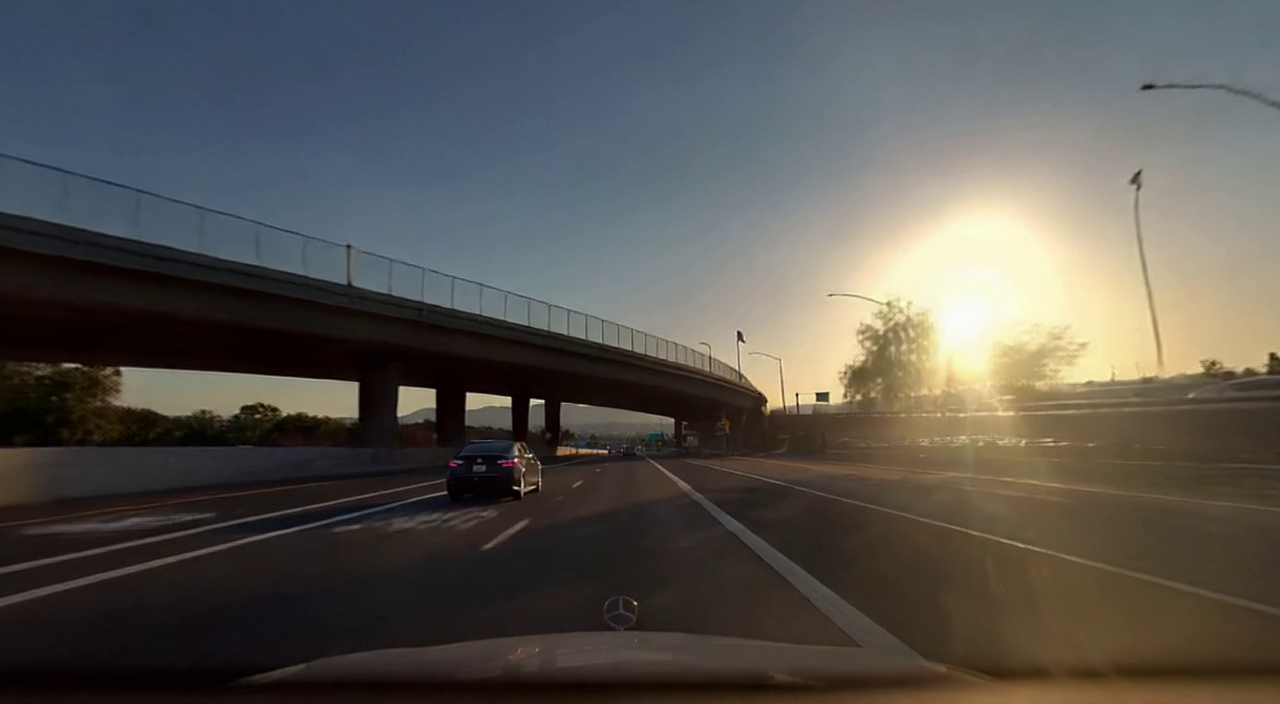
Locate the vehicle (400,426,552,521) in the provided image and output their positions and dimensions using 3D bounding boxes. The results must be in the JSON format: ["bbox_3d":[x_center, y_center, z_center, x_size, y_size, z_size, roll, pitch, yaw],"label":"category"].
[{"bbox_3d":[-3.286,2.529,13.681,2.178,1.699,4.321,0,-8,-1],"label":"vehicle"}]
